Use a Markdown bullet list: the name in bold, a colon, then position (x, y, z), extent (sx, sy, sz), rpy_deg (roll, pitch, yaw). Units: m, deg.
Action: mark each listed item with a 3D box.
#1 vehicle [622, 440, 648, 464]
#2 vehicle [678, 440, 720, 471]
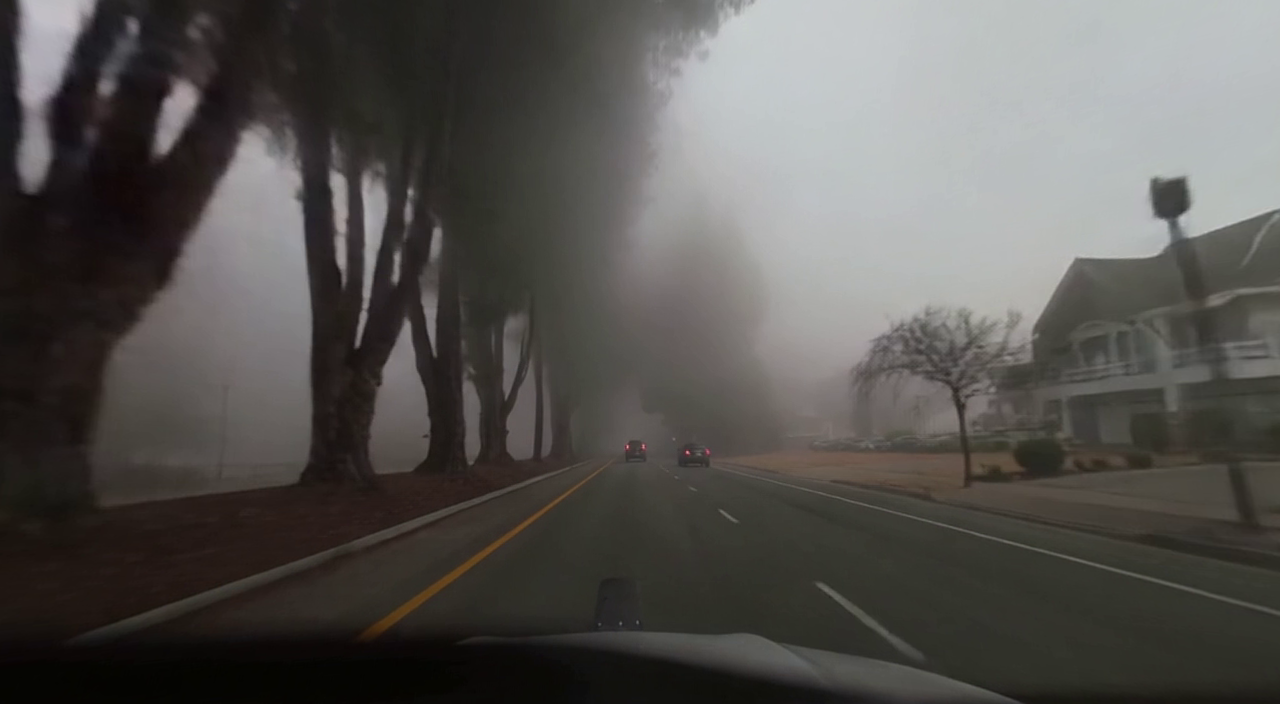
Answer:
- **vehicle**: position (-0.417, 7.877, 49.944), extent (1.925, 1.799, 4.257), rpy_deg (0, -8, -1)
- **vehicle**: position (3.296, 5.910, 36.150), extent (1.888, 1.640, 4.044), rpy_deg (0, -8, -2)
